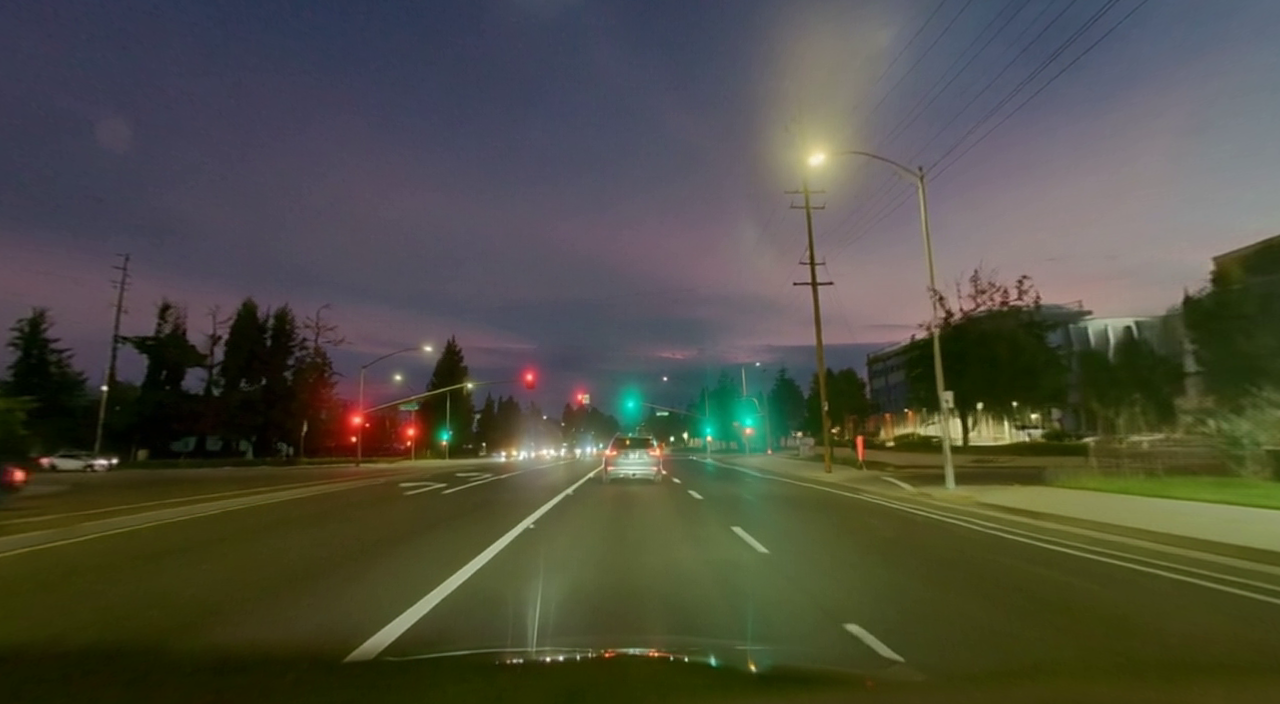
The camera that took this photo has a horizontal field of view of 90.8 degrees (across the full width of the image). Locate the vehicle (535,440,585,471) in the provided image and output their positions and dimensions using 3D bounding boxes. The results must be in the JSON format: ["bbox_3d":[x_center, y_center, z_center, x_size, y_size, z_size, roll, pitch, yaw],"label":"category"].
[{"bbox_3d":[-4.115,5.410,33.187,2.075,1.474,4.367,0,-8,-1],"label":"vehicle"}]

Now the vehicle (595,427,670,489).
[{"bbox_3d":[-0.278,3.396,20.564,2.188,1.782,3.982,0,-8,-1],"label":"vehicle"}]
